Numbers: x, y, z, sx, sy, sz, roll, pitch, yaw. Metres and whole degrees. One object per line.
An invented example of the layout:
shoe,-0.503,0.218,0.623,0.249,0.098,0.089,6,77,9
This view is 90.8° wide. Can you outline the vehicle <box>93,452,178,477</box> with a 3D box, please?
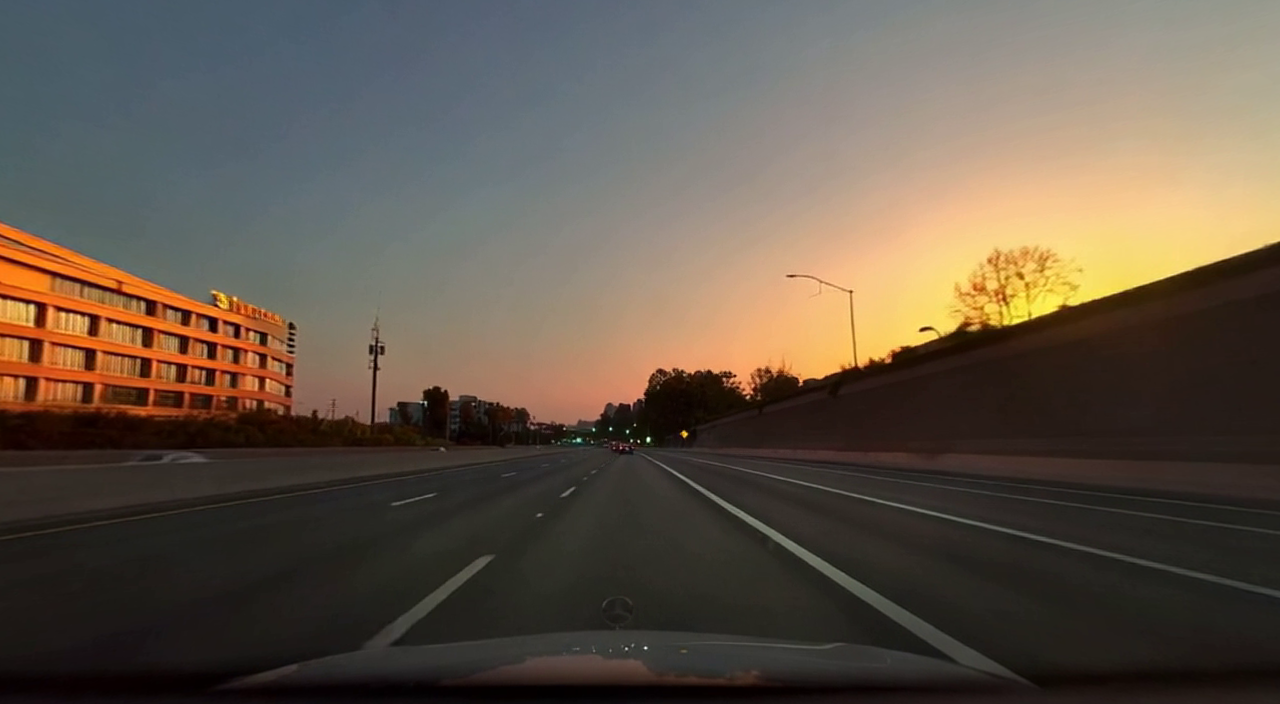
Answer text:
vehicle,-31.205,6.931,39.243,1.801,1.411,4.254,0,-9,-1
